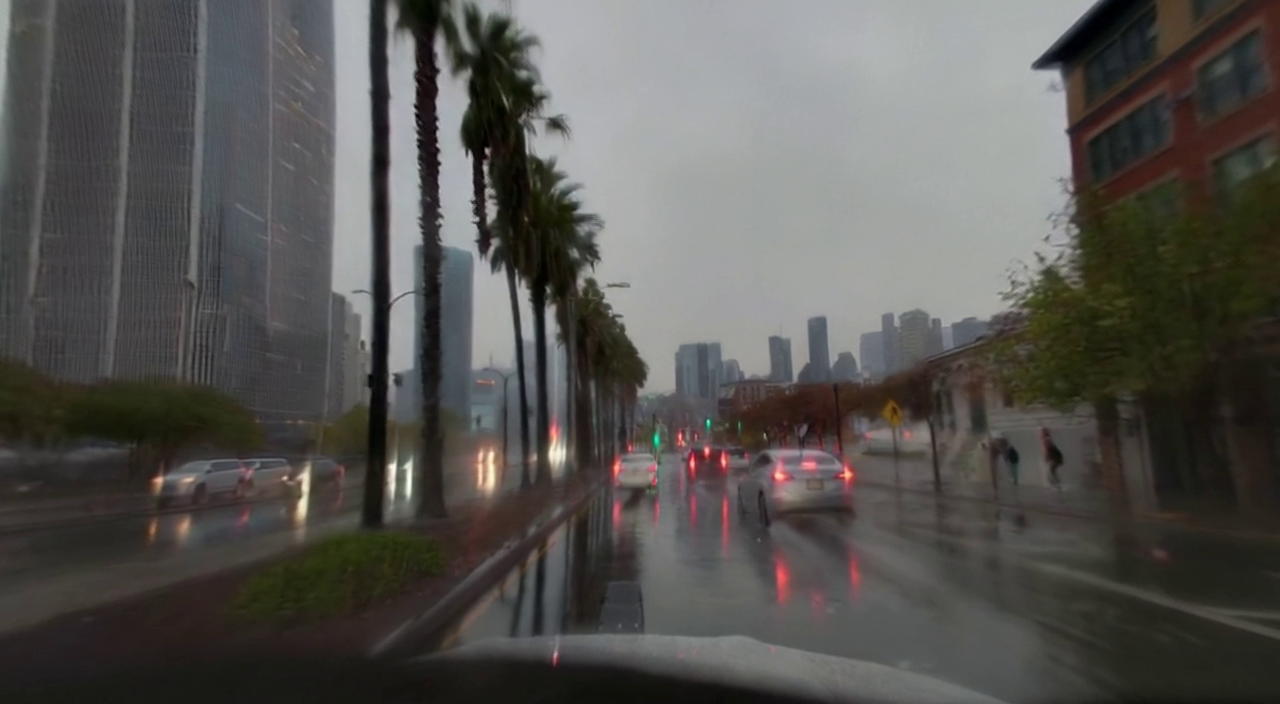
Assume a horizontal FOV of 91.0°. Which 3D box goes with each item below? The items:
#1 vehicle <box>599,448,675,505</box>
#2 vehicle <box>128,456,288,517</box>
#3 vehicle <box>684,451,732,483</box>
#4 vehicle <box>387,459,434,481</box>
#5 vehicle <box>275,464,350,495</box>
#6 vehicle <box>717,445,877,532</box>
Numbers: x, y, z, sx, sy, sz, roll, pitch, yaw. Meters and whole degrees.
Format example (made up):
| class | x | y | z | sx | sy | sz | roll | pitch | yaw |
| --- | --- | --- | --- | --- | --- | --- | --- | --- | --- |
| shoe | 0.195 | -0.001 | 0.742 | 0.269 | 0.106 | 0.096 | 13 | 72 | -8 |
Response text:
| class | x | y | z | sx | sy | sz | roll | pitch | yaw |
| --- | --- | --- | --- | --- | --- | --- | --- | --- | --- |
| vehicle | -0.033 | 3.684 | 19.093 | 2.077 | 1.518 | 3.760 | 0 | -9 | 1 |
| vehicle | -14.665 | 4.543 | 21.816 | 2.104 | 1.802 | 4.852 | 0 | -9 | -1 |
| vehicle | 3.379 | 5.783 | 31.910 | 2.115 | 1.500 | 3.524 | 0 | -9 | 1 |
| vehicle | -17.631 | 9.068 | 48.474 | 1.887 | 1.569 | 4.014 | -1 | -9 | 3 |
| vehicle | -18.446 | 7.176 | 35.693 | 1.873 | 1.468 | 4.485 | 0 | -9 | 0 |
| vehicle | 3.082 | 2.800 | 13.651 | 2.051 | 1.509 | 4.933 | 0 | -9 | -2 |
